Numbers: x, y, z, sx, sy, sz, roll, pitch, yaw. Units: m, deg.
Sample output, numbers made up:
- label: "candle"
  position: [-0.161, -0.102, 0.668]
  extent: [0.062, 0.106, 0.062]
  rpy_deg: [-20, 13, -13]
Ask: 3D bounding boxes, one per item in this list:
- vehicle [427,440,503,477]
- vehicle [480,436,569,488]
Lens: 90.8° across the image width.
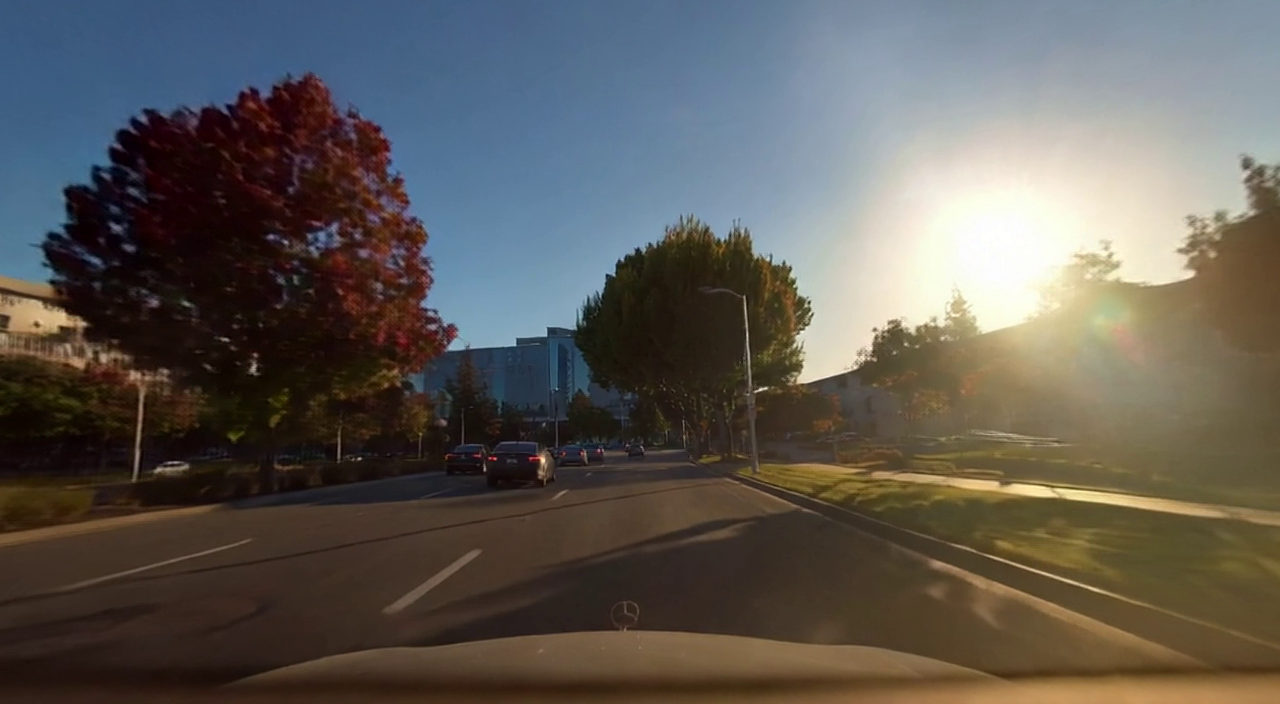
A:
- label: "vehicle"
  position: [-7.674, 4.719, 28.183]
  extent: [1.976, 1.497, 4.709]
  rpy_deg: [0, -8, 1]
- label: "vehicle"
  position: [-3.595, 3.534, 20.580]
  extent: [2.011, 1.483, 4.596]
  rpy_deg: [0, -8, 1]
